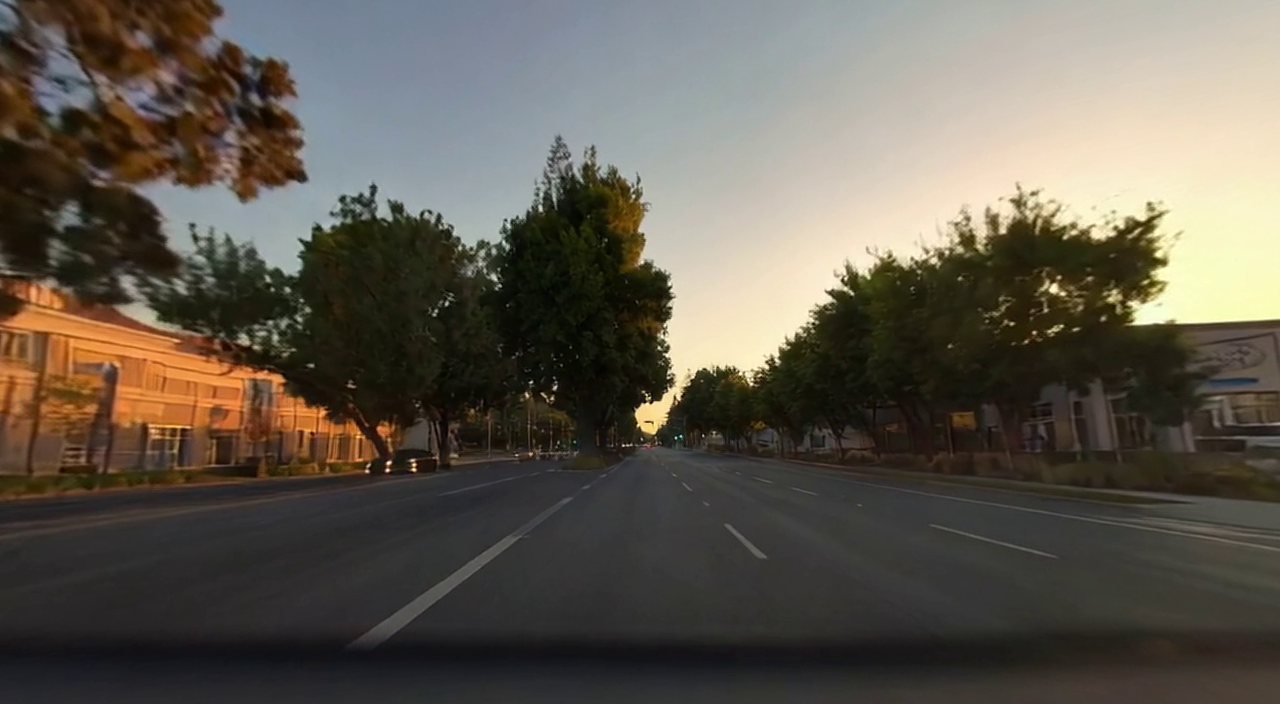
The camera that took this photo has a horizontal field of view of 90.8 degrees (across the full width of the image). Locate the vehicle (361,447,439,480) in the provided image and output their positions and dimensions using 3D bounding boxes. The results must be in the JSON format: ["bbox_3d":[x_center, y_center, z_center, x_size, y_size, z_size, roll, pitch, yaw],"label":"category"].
[{"bbox_3d":[-11.740,5.436,31.233,1.972,1.466,4.683,0,-8,1],"label":"vehicle"}]
